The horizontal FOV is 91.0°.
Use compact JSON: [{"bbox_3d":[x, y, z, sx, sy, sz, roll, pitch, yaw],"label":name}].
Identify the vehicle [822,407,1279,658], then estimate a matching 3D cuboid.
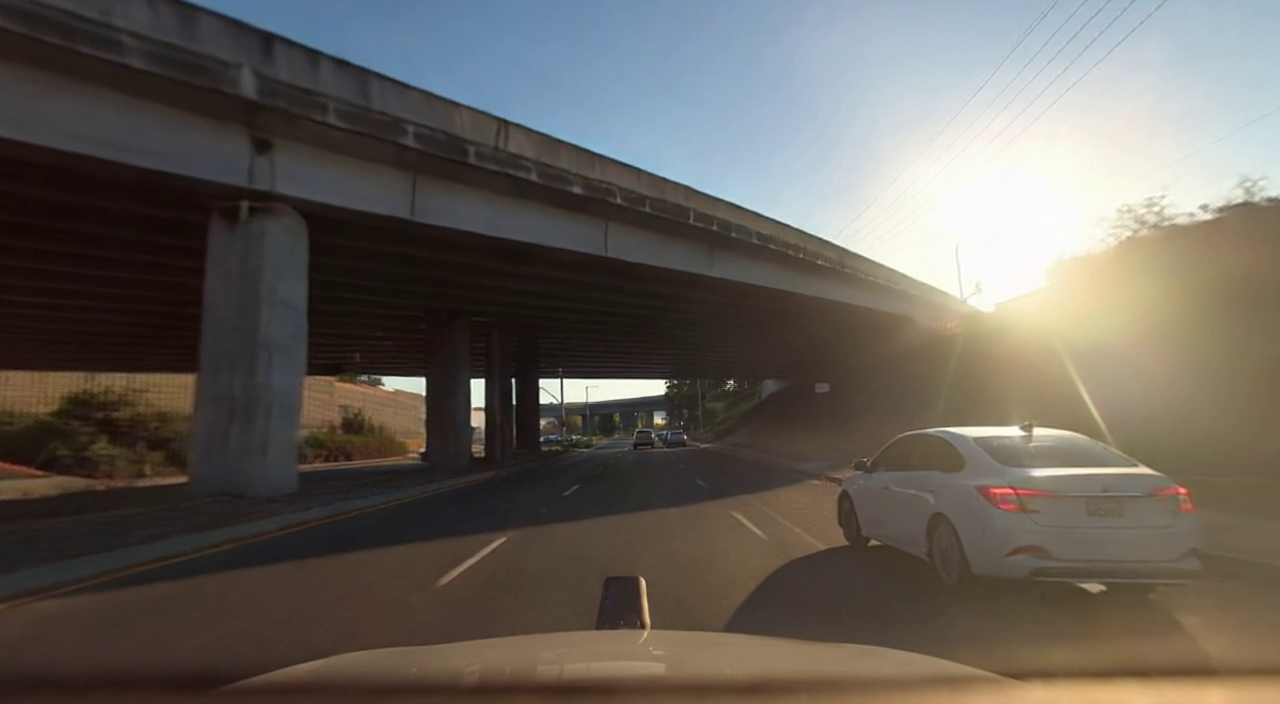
[{"bbox_3d":[3.486,1.461,6.196,2.063,1.542,4.420,0,-9,0],"label":"vehicle"}]
